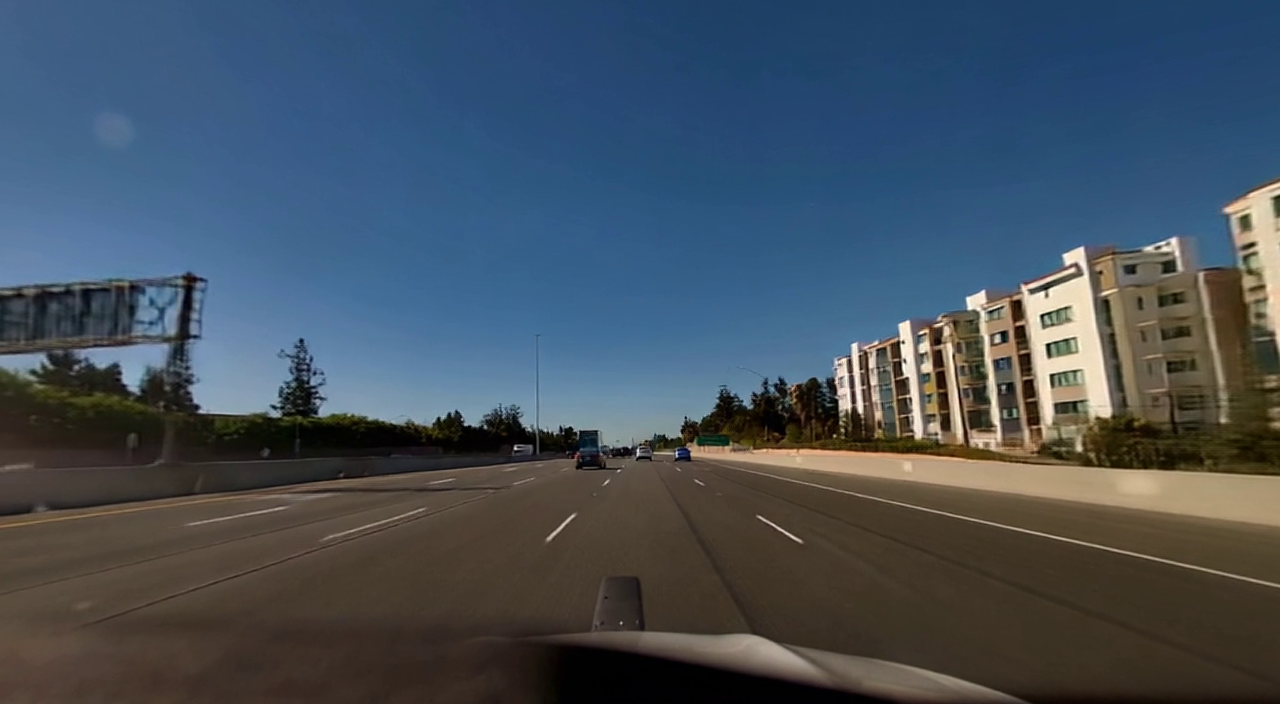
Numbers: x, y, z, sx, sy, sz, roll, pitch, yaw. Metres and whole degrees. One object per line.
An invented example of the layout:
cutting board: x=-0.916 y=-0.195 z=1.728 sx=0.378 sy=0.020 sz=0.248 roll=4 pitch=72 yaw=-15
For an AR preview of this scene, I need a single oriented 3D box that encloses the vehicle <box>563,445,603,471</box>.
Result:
vehicle: x=-3.639 y=6.889 z=41.147 sx=2.195 sy=1.630 sz=4.336 roll=0 pitch=-9 yaw=0
